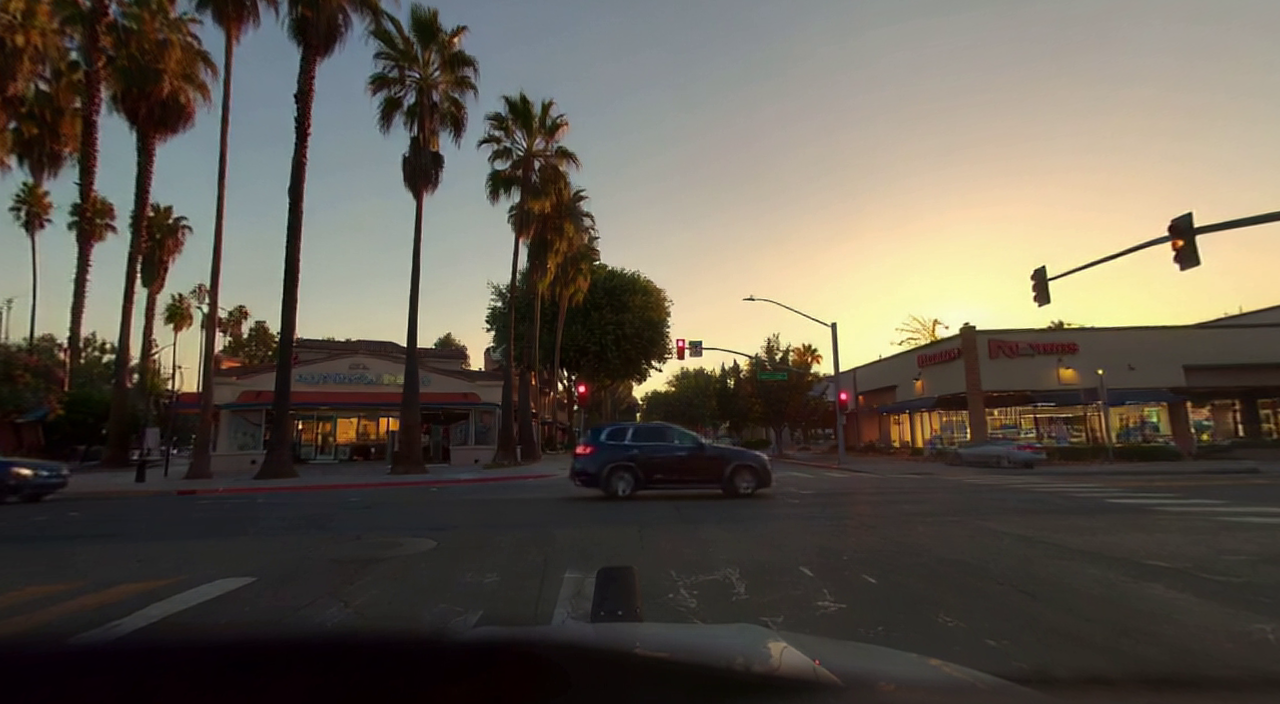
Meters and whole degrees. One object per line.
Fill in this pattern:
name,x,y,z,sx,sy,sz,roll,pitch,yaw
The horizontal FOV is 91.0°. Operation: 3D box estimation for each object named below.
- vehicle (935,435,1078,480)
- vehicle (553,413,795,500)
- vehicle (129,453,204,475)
vehicle,14.979,4.339,26.083,4.722,1.717,2.000,-3,-9,19
vehicle,0.741,2.592,15.790,5.619,1.951,2.321,1,-8,-4
vehicle,-37.258,8.816,49.674,2.160,1.565,4.868,0,-9,-1
